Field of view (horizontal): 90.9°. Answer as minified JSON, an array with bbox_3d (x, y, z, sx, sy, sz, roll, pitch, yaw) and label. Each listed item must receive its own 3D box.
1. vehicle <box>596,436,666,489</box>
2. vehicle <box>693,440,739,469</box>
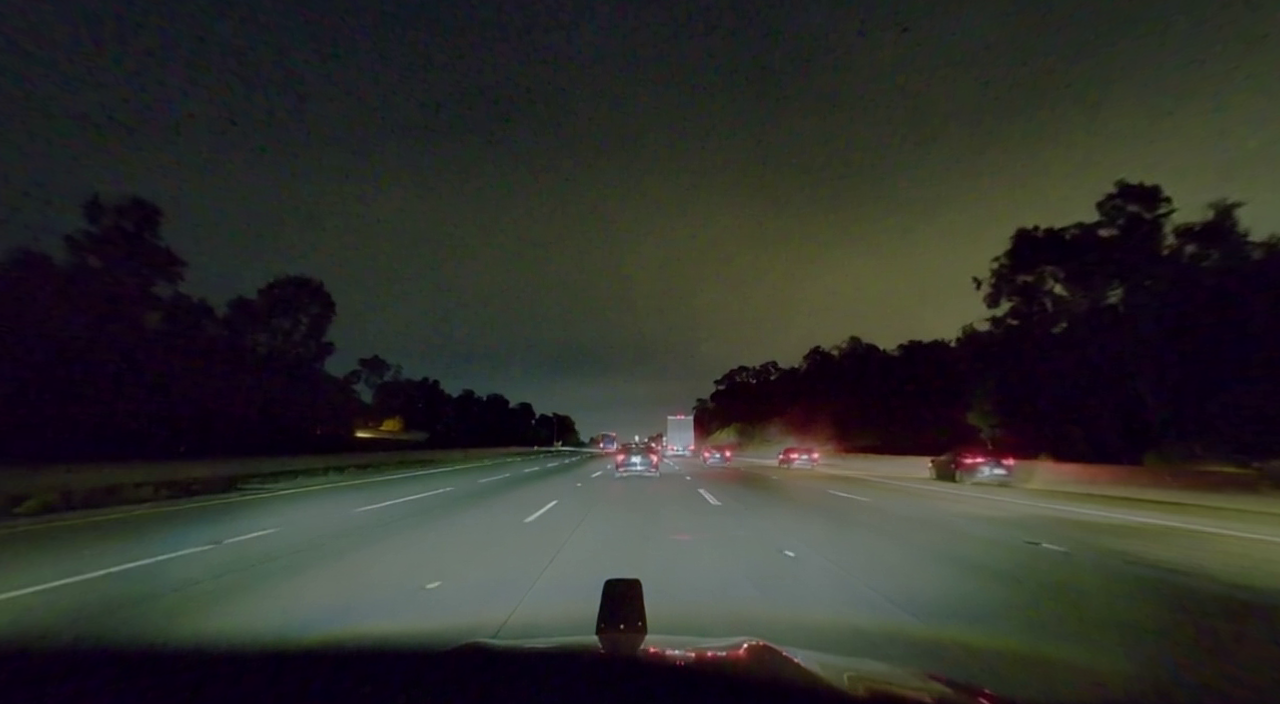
[{"bbox_3d":[-0.208,3.490,20.217,2.020,1.516,3.951,-1,-8,2],"label":"vehicle"},{"bbox_3d":[4.145,5.693,35.119,1.971,1.472,4.301,0,-8,-1],"label":"vehicle"}]
